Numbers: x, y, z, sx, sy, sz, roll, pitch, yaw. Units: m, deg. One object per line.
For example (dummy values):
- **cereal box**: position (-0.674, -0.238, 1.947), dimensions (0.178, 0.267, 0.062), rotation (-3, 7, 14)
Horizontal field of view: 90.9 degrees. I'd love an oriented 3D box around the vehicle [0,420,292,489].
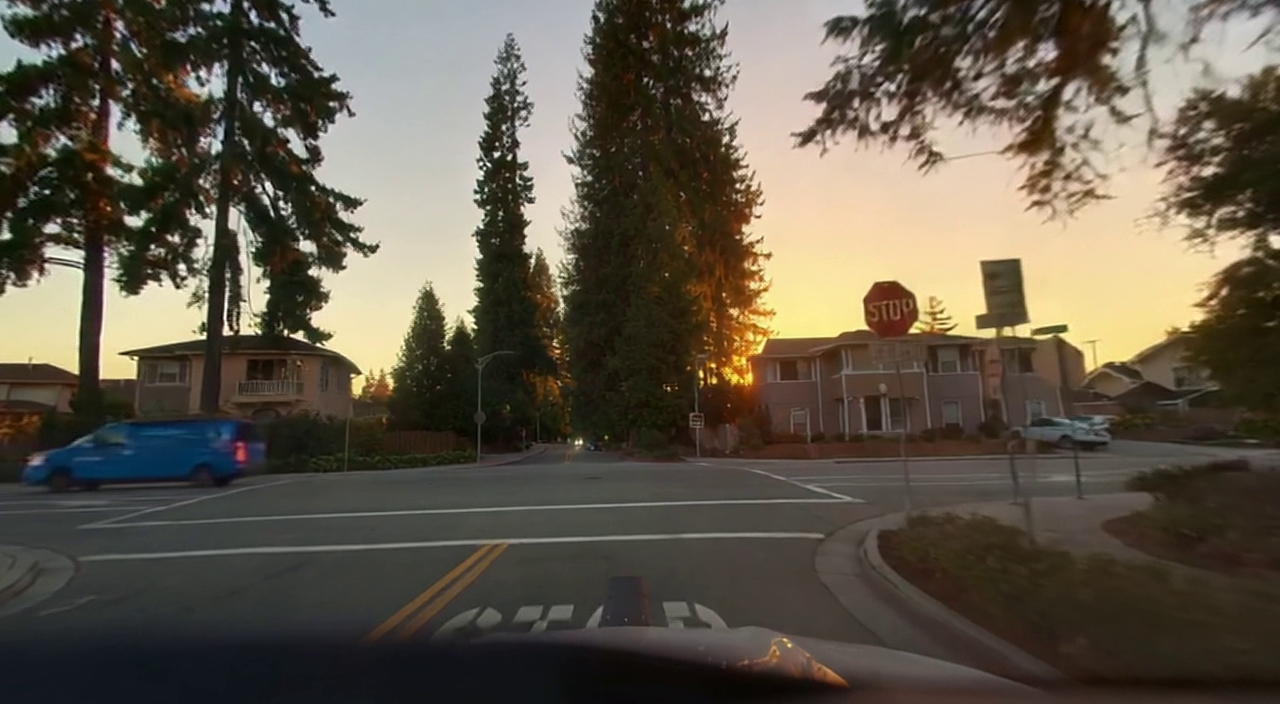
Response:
- **vehicle**: position (-15.084, 3.171, 19.671), dimensions (6.877, 1.941, 2.405), rotation (1, -8, -6)
